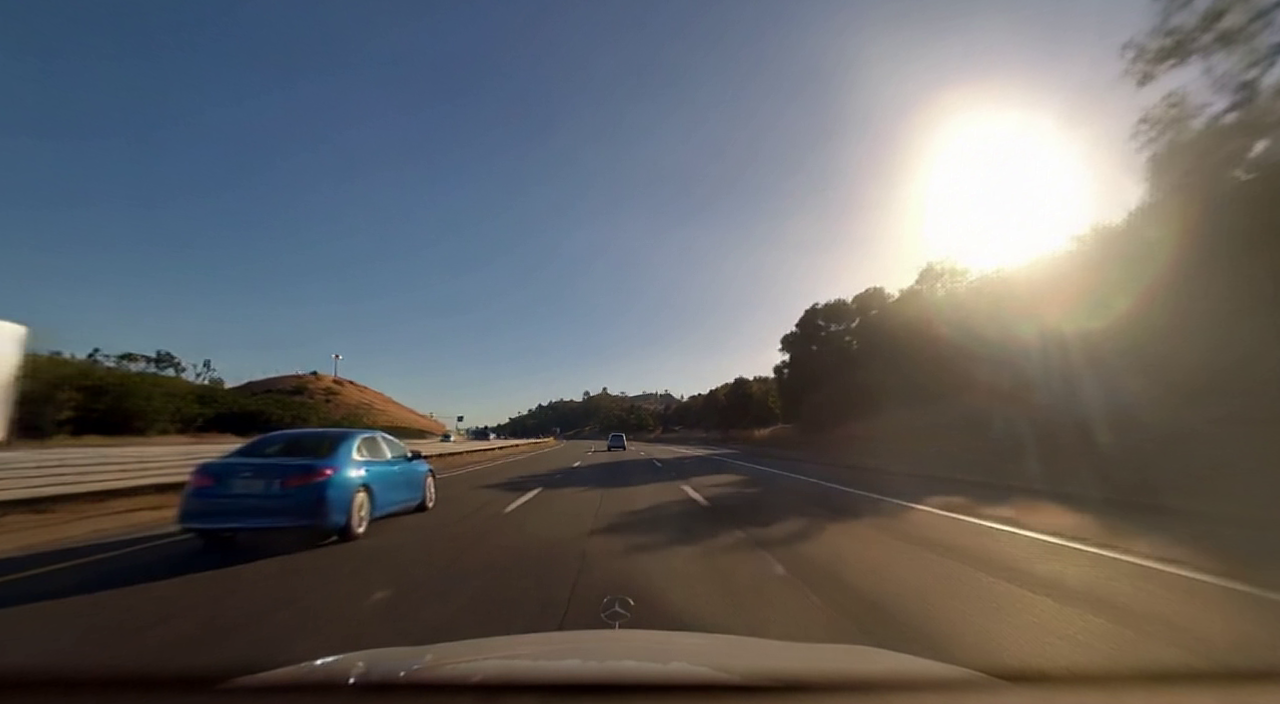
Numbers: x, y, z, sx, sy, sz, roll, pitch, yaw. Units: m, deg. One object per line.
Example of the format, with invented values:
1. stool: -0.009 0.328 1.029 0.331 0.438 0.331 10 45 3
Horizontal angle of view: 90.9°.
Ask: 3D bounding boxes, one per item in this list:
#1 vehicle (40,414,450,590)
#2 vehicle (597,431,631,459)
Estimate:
1. vehicle: -4.299 1.681 8.234 2.141 1.534 5.099 0 -8 -1
2. vehicle: -1.633 5.710 38.866 1.997 1.589 4.179 0 -8 -3
